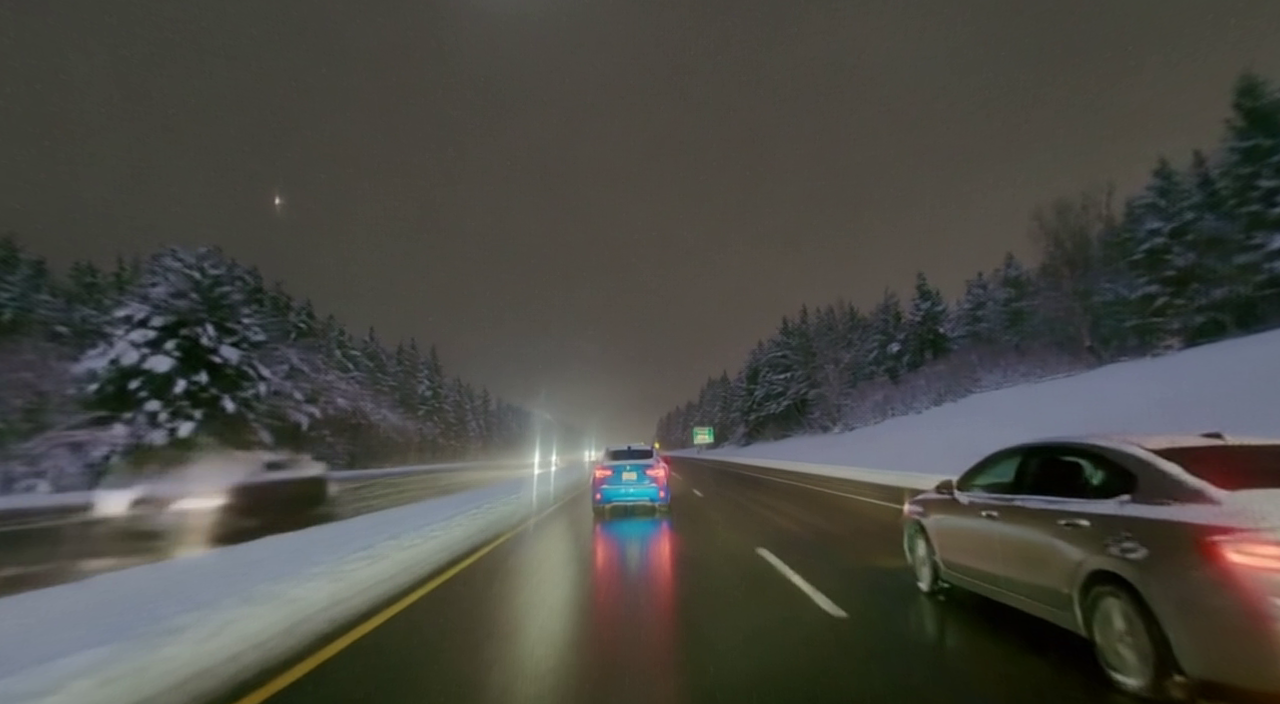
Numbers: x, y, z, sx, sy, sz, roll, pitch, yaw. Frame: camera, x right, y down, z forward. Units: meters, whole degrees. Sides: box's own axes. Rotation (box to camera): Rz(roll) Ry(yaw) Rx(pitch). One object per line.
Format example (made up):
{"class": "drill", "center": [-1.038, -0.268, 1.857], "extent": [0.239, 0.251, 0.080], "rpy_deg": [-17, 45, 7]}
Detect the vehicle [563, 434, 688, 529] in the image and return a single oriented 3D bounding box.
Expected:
{"class": "vehicle", "center": [-0.328, 2.503, 12.696], "extent": [2.083, 1.548, 4.251], "rpy_deg": [0, -9, -2]}

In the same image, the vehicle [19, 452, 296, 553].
{"class": "vehicle", "center": [-9.033, 2.785, 12.303], "extent": [1.925, 1.558, 4.069], "rpy_deg": [-1, -9, 6]}

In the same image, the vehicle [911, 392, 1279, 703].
{"class": "vehicle", "center": [3.691, 1.131, 3.911], "extent": [2.021, 1.533, 4.014], "rpy_deg": [0, -9, -3]}
